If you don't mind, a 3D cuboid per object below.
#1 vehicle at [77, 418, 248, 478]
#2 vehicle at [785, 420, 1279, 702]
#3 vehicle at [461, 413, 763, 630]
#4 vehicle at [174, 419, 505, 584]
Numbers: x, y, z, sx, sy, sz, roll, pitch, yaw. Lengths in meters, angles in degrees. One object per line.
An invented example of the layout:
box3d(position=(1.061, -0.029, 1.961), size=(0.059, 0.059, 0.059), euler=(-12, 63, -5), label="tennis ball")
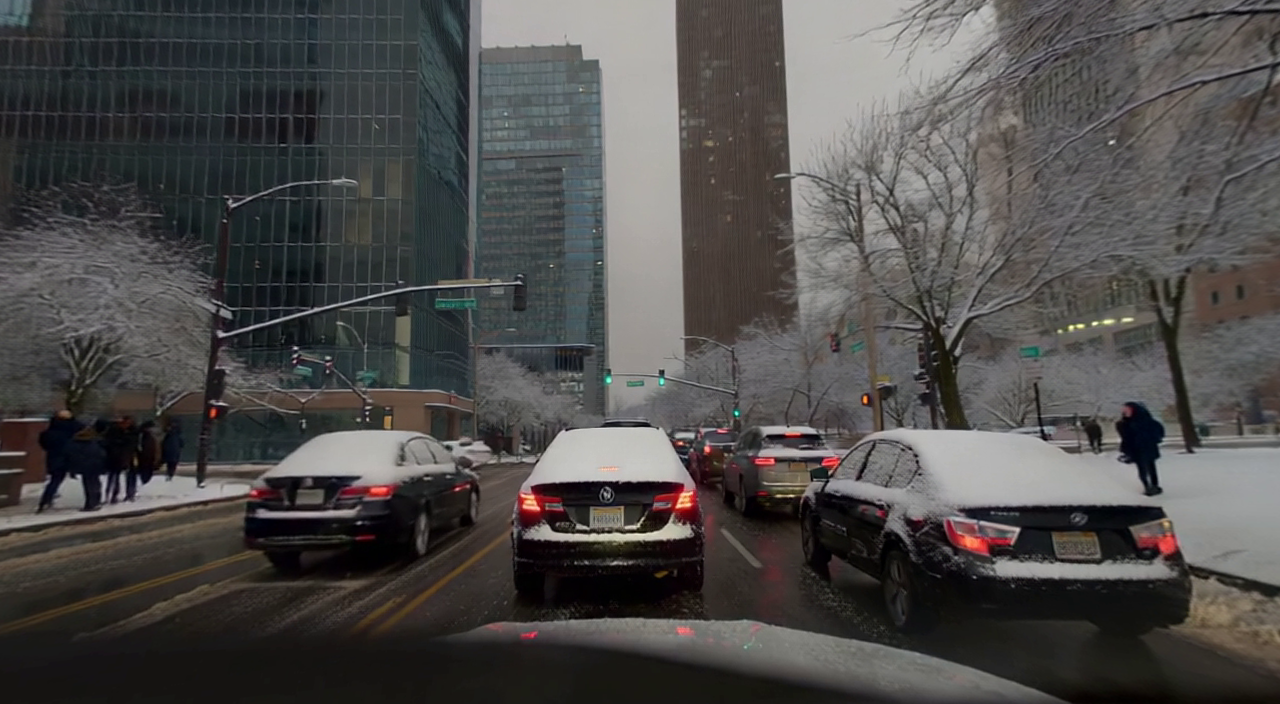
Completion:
box3d(position=(-24.465, 4.947, 32.403), size=(6.756, 2.955, 2.367), euler=(0, -8, 1), label="vehicle")
box3d(position=(2.752, 1.405, 5.451), size=(1.952, 1.464, 4.165), euler=(0, -8, -1), label="vehicle")
box3d(position=(-0.265, 1.469, 6.441), size=(2.072, 1.476, 4.078), euler=(0, -8, -2), label="vehicle")
box3d(position=(-3.264, 1.703, 8.011), size=(2.068, 1.513, 4.221), euler=(0, -8, 1), label="vehicle")
